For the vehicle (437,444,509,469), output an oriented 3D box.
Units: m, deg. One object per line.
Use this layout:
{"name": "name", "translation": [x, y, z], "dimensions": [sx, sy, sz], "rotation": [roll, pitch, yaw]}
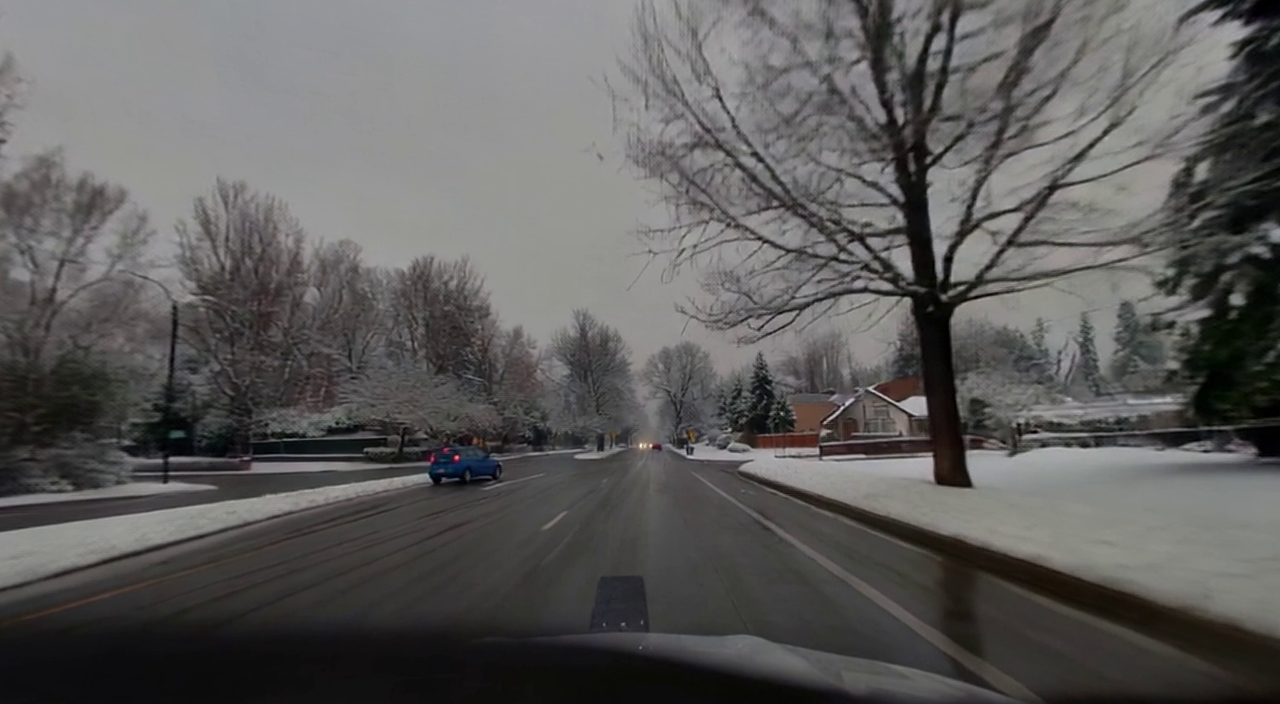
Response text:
{"name": "vehicle", "translation": [-11.916, 7.436, 44.963], "dimensions": [4.788, 1.666, 2.170], "rotation": [3, -9, -17]}
